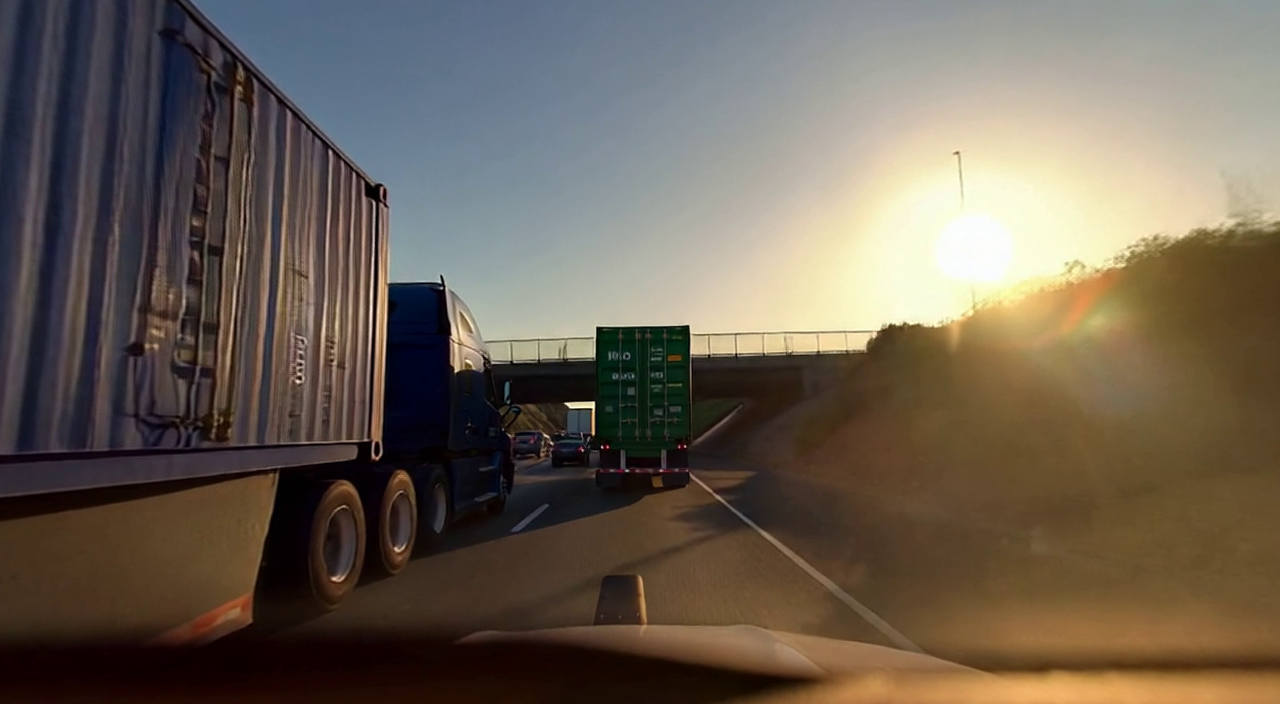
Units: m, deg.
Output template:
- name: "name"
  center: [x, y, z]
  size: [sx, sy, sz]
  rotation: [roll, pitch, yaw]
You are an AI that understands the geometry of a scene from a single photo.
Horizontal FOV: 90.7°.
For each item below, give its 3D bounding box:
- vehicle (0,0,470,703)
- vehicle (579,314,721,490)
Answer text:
- name: "vehicle"
  center: [-3.667, -0.527, 1.198]
  size: [2.873, 4.198, 13.317]
  rotation: [0, -9, 1]
- name: "vehicle"
  center: [0.185, 1.710, 18.938]
  size: [3.357, 4.212, 7.519]
  rotation: [0, -9, -1]
